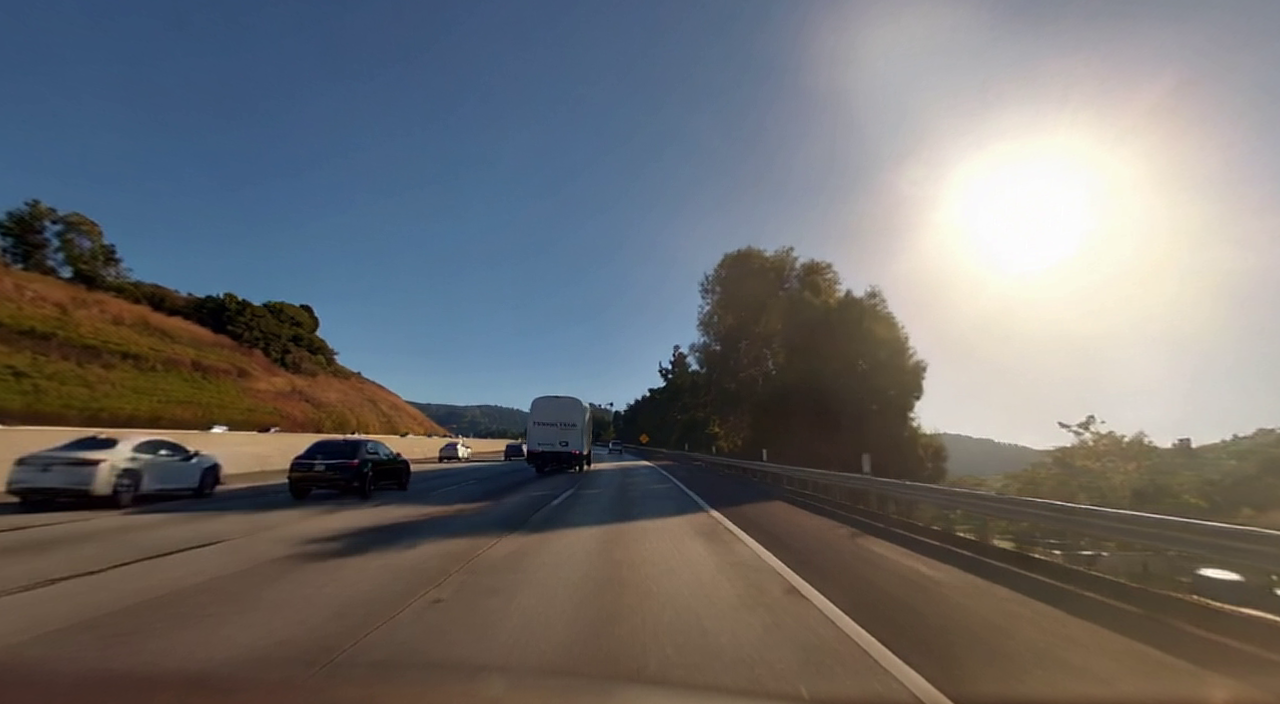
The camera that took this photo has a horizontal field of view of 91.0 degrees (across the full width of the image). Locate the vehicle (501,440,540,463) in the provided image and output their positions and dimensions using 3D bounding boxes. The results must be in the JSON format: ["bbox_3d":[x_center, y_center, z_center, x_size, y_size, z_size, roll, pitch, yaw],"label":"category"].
[{"bbox_3d":[-9.046,7.563,48.030,2.128,1.658,4.443,1,-9,-1],"label":"vehicle"}]

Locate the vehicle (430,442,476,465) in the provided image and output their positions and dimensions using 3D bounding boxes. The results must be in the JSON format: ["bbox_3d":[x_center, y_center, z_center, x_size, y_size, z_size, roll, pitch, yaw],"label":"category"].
[{"bbox_3d":[-12.593,6.856,42.662,1.868,1.454,4.290,1,-9,-1],"label":"vehicle"}]

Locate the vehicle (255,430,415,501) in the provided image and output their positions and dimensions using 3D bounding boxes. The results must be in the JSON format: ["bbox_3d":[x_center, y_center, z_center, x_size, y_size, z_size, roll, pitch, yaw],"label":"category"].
[{"bbox_3d":[-8.159,3.071,17.455,2.099,1.644,4.638,1,-9,0],"label":"vehicle"}]

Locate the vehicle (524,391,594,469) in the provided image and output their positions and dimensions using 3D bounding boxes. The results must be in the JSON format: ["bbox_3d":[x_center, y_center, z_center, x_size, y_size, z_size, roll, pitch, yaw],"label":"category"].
[{"bbox_3d":[-4.752,5.115,39.870,2.880,4.025,14.064,1,-8,-1],"label":"vehicle"}]

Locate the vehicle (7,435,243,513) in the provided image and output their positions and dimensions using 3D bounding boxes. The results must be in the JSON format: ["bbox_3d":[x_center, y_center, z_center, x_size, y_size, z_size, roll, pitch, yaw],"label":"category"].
[{"bbox_3d":[-11.383,2.688,14.387,1.908,1.491,4.048,1,-9,0],"label":"vehicle"}]
